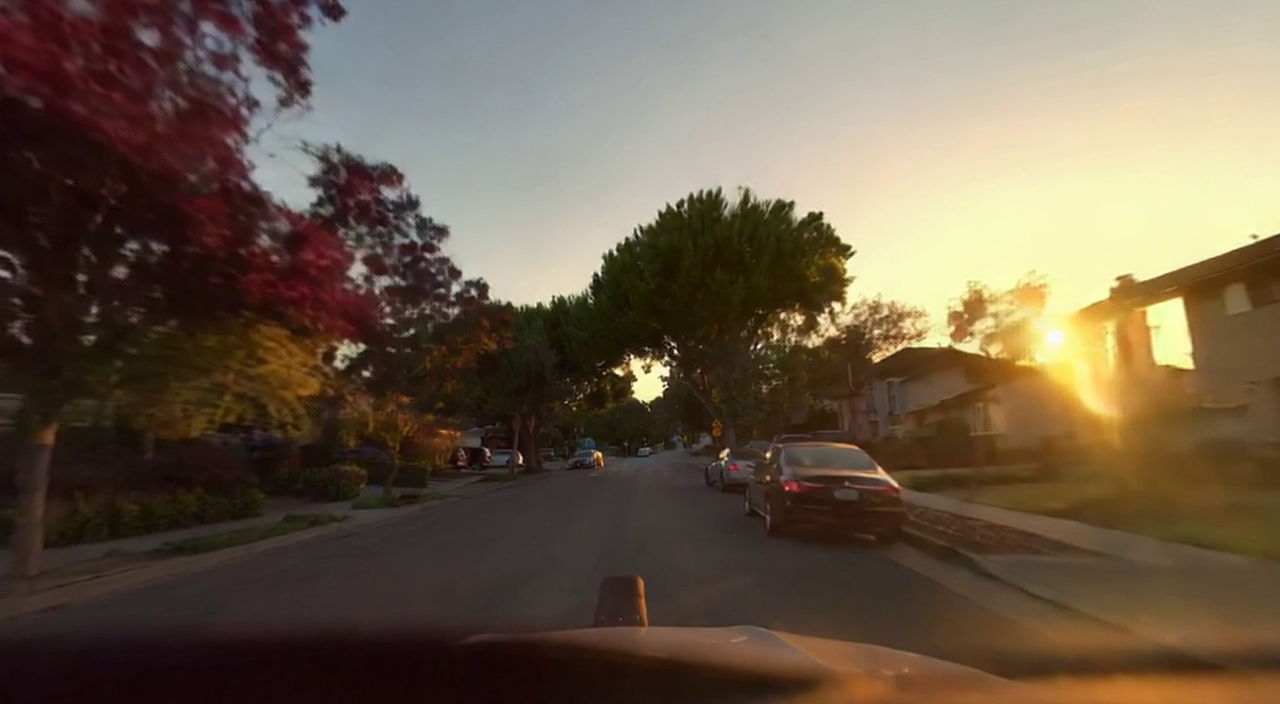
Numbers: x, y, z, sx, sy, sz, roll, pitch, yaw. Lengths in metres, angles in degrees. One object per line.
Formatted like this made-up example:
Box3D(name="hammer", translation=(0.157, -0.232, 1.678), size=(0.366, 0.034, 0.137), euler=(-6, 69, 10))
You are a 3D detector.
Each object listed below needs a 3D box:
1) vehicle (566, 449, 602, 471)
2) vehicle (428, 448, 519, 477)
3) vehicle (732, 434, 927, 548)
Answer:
Box3D(name="vehicle", translation=(-4.013, 7.832, 45.883), size=(1.987, 1.459, 4.473), euler=(-1, -9, 3))
Box3D(name="vehicle", translation=(-9.991, 6.677, 38.276), size=(4.933, 1.547, 2.125), euler=(-2, -8, 0))
Box3D(name="vehicle", translation=(2.836, 2.187, 10.697), size=(2.022, 1.483, 4.565), euler=(-1, -9, 2))
